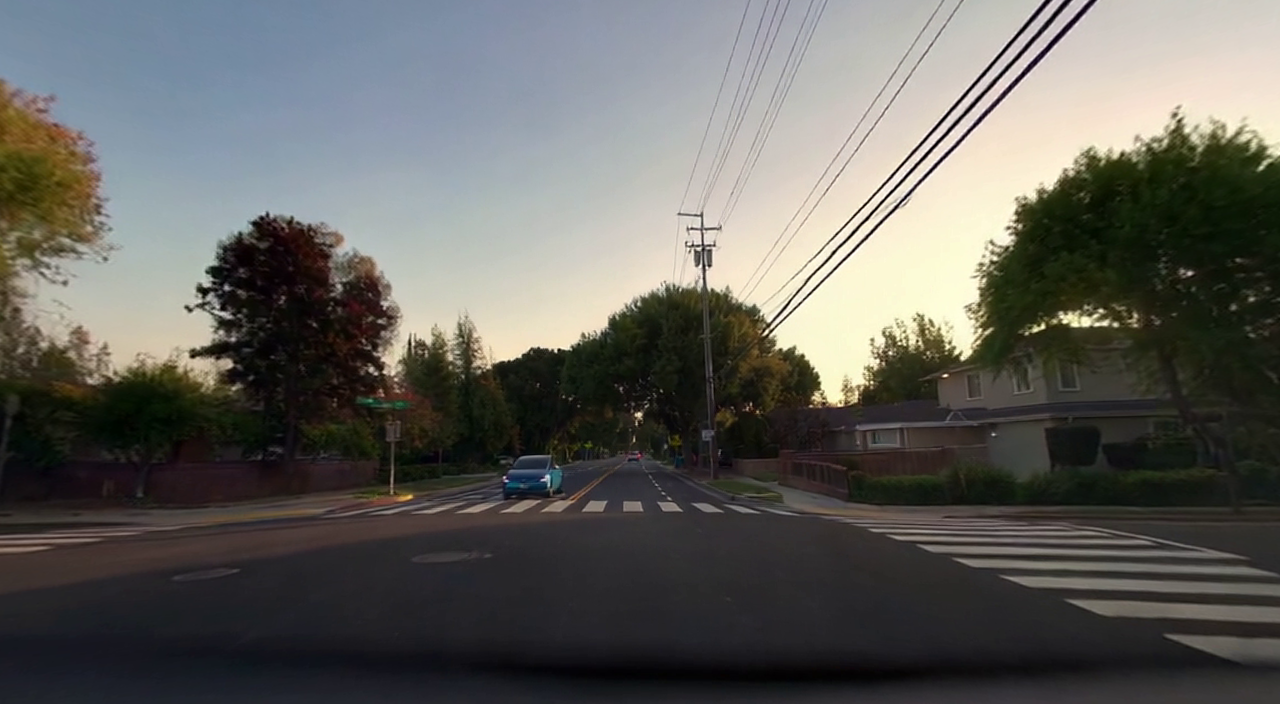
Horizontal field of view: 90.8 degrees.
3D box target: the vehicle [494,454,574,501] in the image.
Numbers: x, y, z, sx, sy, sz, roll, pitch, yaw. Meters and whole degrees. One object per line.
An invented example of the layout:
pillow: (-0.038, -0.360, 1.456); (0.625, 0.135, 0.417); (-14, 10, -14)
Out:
vehicle: (-3.700, 4.449, 22.791); (2.102, 1.463, 4.024); (0, -9, 1)
